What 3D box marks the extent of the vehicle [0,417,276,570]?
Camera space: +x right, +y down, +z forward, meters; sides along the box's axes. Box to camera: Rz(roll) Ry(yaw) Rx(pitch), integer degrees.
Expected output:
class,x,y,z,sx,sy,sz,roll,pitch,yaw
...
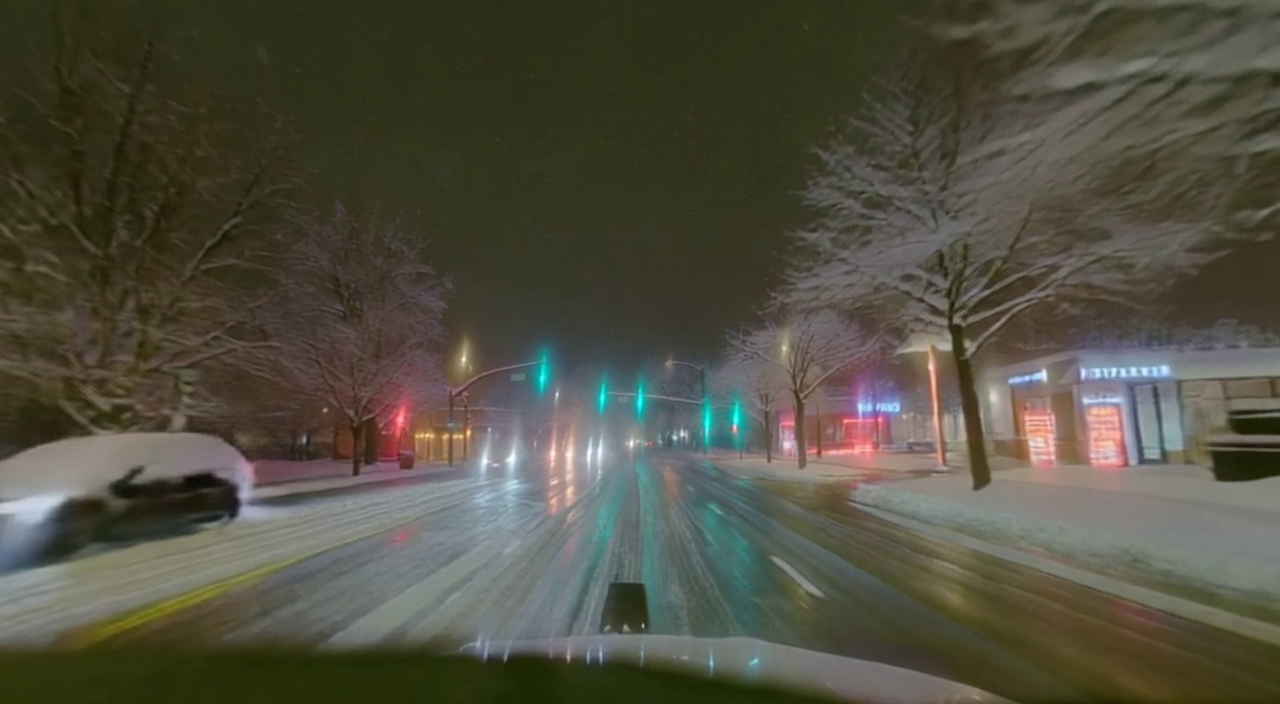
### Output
class,x,y,z,sx,sy,sz,roll,pitch,yaw
vehicle,-8.681,2.167,10.554,2.242,1.919,4.922,0,-8,-1

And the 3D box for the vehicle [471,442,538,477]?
class,x,y,z,sx,sy,sz,roll,pitch,yaw
vehicle,-6.224,4.965,29.466,2.097,1.495,4.489,0,-8,0
